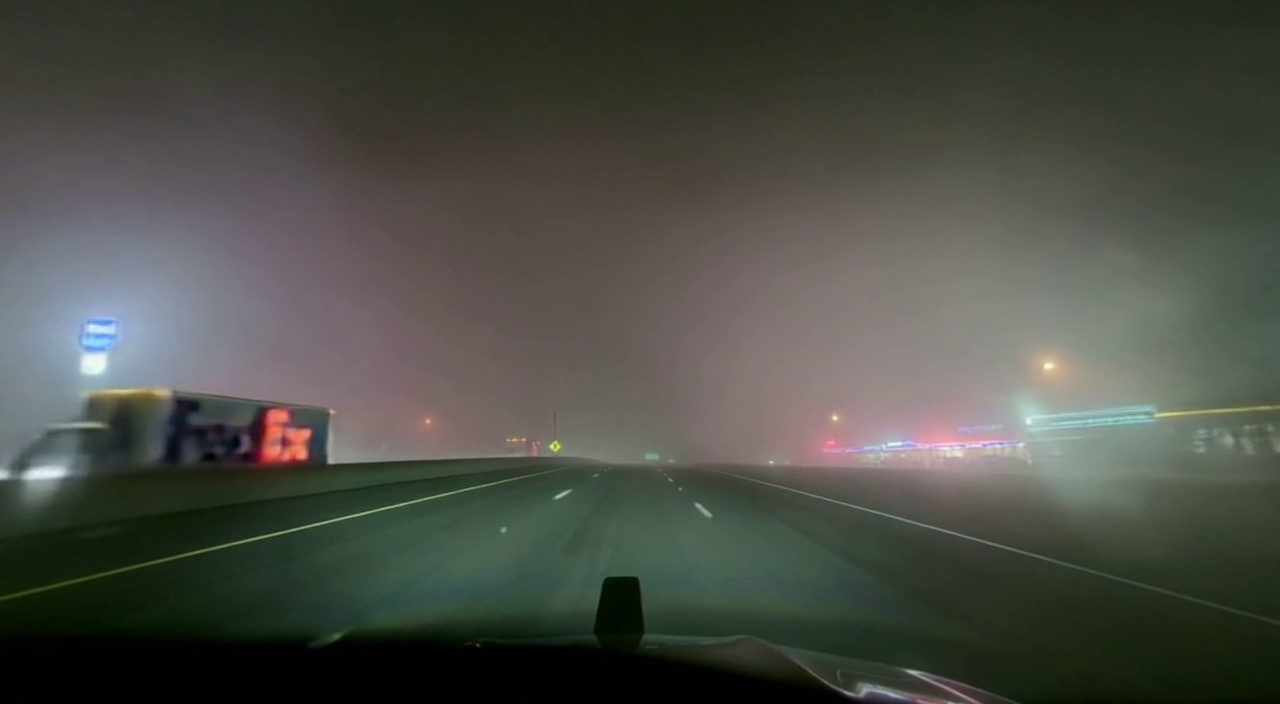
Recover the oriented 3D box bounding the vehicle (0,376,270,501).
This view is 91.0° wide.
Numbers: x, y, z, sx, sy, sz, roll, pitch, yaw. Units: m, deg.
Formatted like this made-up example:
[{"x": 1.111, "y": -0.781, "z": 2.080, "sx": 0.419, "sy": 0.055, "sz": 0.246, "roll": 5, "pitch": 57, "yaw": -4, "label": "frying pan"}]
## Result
[{"x": -21.843, "y": 3.864, "z": 27.690, "sx": 2.979, "sy": 4.143, "sz": 13.383, "roll": 0, "pitch": -9, "yaw": 0, "label": "vehicle"}]
